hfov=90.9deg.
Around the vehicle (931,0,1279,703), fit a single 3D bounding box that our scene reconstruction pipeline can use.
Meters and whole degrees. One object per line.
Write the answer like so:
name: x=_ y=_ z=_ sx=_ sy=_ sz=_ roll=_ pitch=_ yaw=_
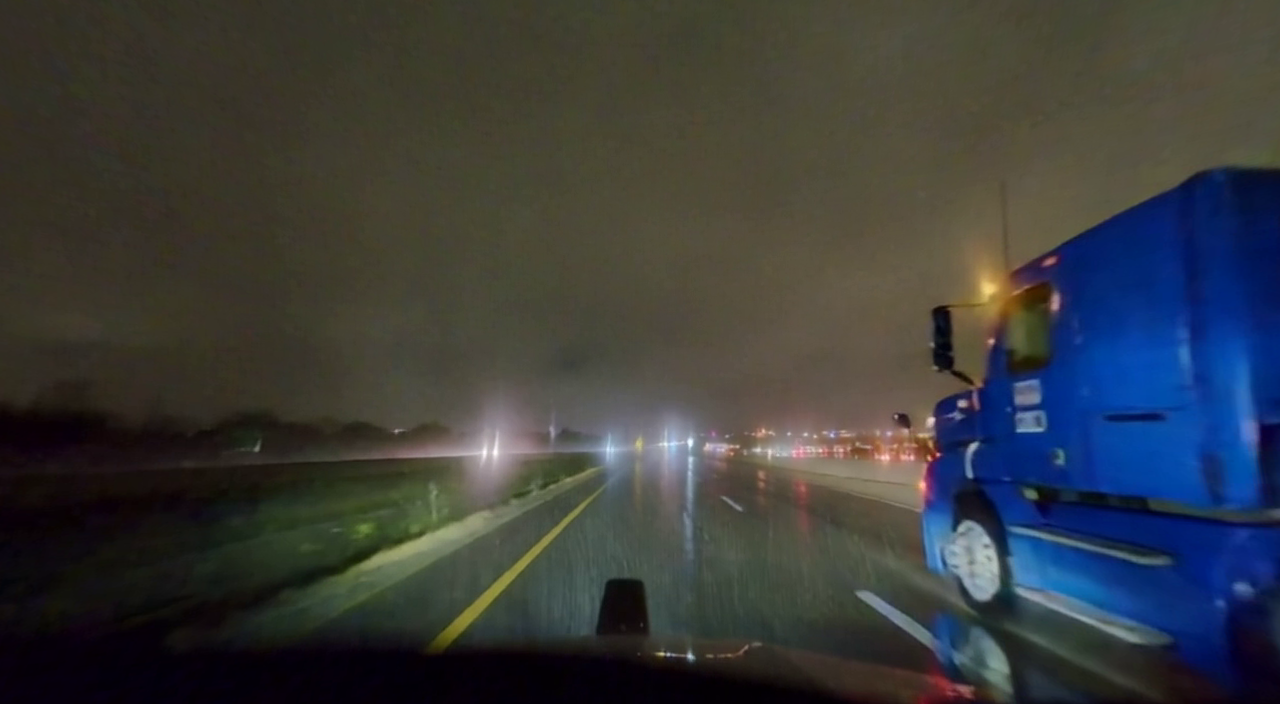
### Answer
vehicle: x=3.955 y=-0.138 z=0.172 sx=3.342 sy=2.931 sz=9.266 roll=0 pitch=-9 yaw=0
